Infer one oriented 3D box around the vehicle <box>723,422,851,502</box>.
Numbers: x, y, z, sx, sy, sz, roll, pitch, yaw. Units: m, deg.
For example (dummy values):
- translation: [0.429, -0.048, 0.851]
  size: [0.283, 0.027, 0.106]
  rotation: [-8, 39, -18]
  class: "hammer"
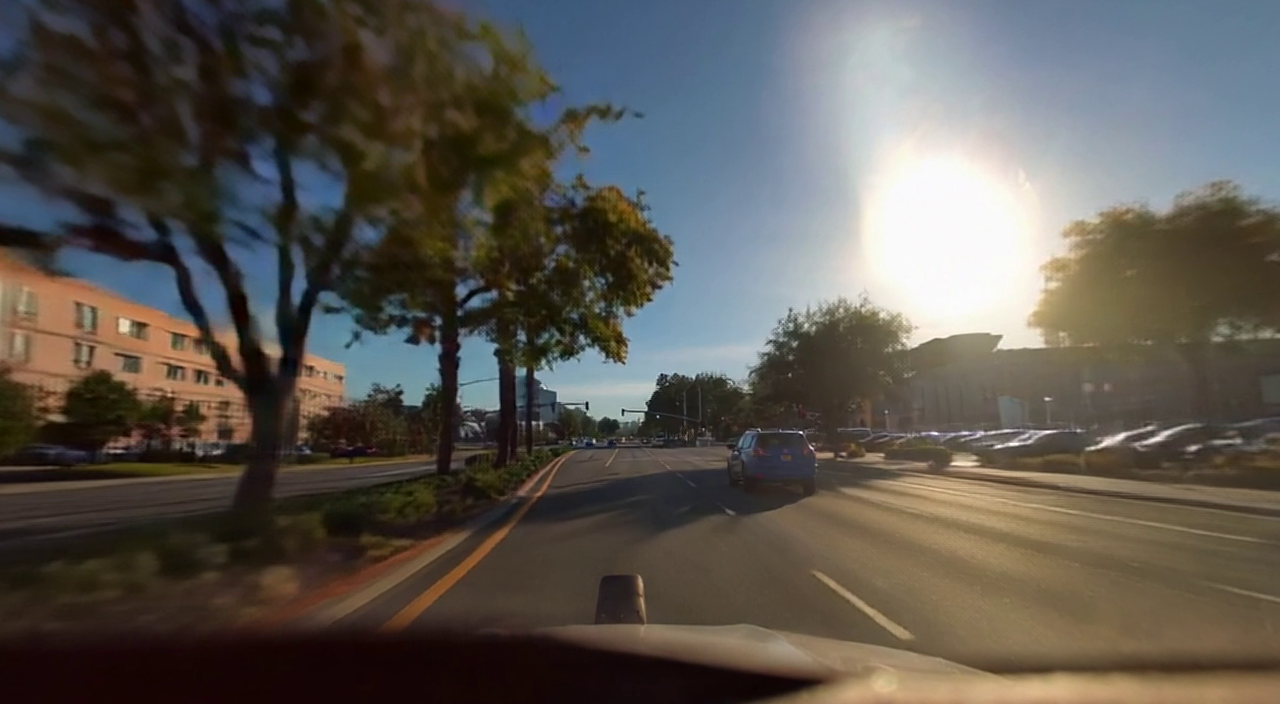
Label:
- translation: [3.425, 2.676, 15.663]
  size: [2.072, 1.696, 4.177]
  rotation: [0, -9, -1]
  class: "vehicle"
